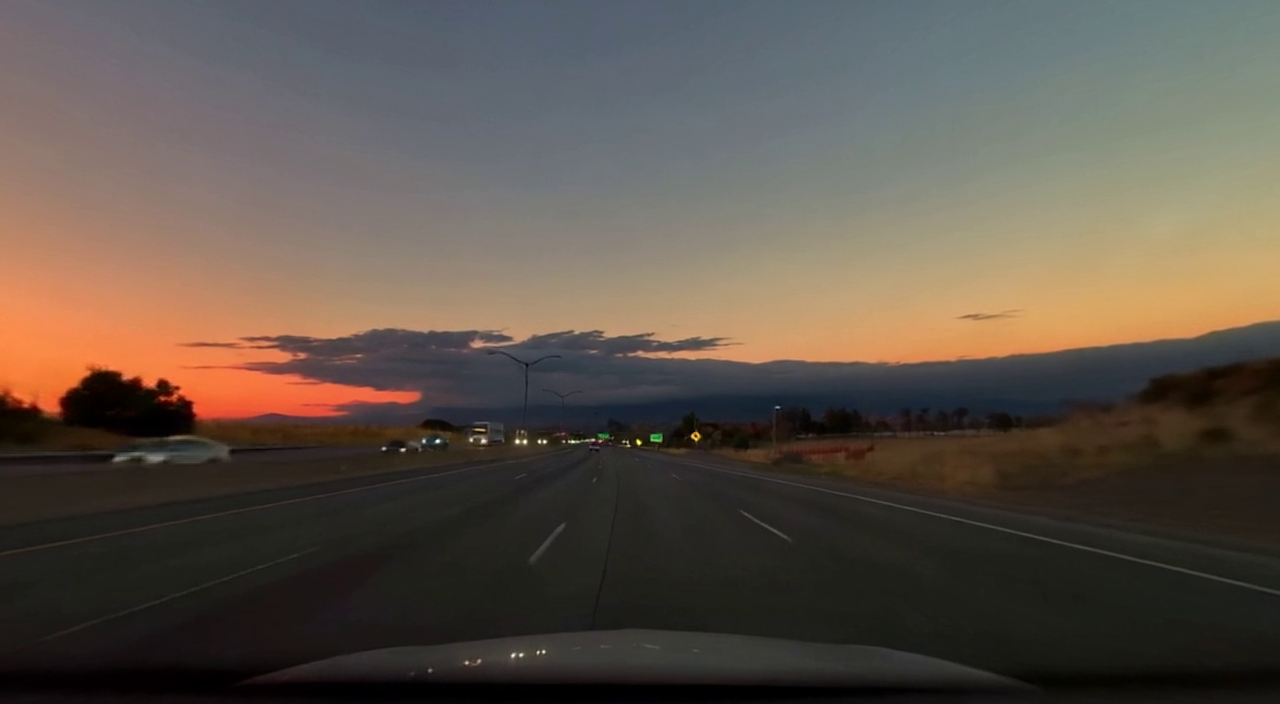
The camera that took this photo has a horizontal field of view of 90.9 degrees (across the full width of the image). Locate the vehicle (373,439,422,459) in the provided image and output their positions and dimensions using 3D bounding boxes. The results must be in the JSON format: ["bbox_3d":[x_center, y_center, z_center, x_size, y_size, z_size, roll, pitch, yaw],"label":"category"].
[{"bbox_3d":[-18.468,7.397,48.286,1.950,1.463,4.621,0,-8,-1],"label":"vehicle"}]

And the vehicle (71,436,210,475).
[{"bbox_3d":[-20.794,4.316,26.594,1.944,1.479,4.827,0,-8,-1],"label":"vehicle"}]
